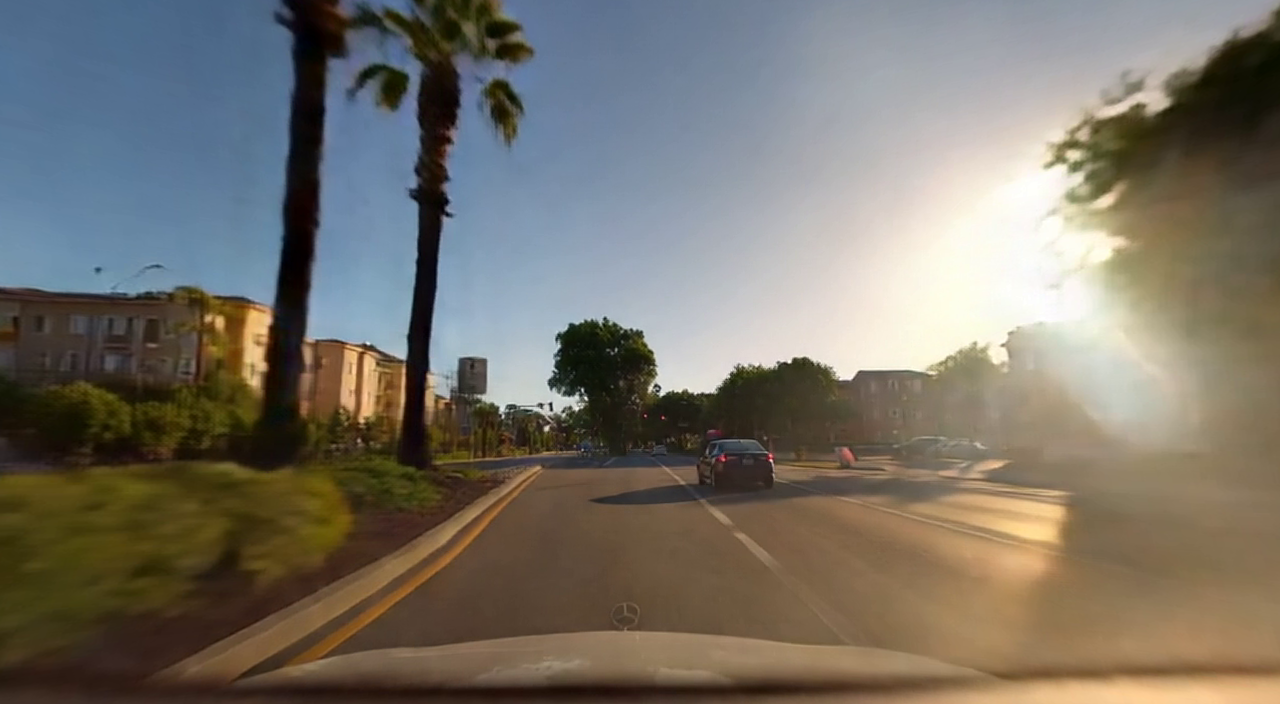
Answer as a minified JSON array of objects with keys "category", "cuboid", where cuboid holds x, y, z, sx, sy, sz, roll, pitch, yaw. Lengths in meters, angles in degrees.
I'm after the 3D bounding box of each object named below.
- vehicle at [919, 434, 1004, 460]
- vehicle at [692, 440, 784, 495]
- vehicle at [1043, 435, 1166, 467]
[{"category":"vehicle","cuboid":[22.282,6.597,43.941,4.781,1.600,1.986,-3,-8,1]},{"category":"vehicle","cuboid":[2.798,3.395,19.023,1.964,1.448,4.295,0,-8,-2]},{"category":"vehicle","cuboid":[22.176,4.740,30.270,4.472,1.451,1.842,0,-8,-1]}]
